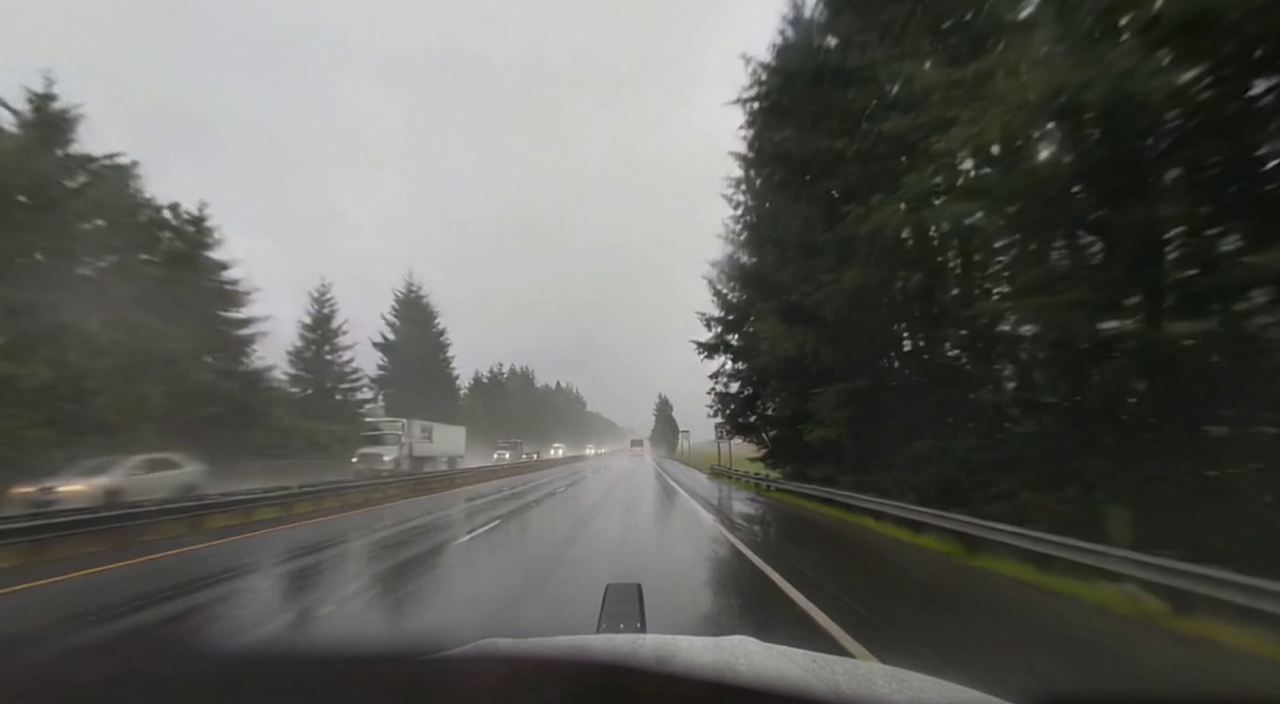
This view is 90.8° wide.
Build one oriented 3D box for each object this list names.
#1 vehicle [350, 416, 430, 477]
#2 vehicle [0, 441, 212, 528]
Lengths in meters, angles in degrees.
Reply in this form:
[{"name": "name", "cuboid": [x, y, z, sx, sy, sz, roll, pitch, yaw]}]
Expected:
[{"name": "vehicle", "cuboid": [-17.142, 6.613, 43.725, 3.017, 3.899, 5.910, 0, -10, -1]}, {"name": "vehicle", "cuboid": [-12.566, 3.017, 14.860, 1.904, 1.704, 4.258, 0, -9, 0]}]
